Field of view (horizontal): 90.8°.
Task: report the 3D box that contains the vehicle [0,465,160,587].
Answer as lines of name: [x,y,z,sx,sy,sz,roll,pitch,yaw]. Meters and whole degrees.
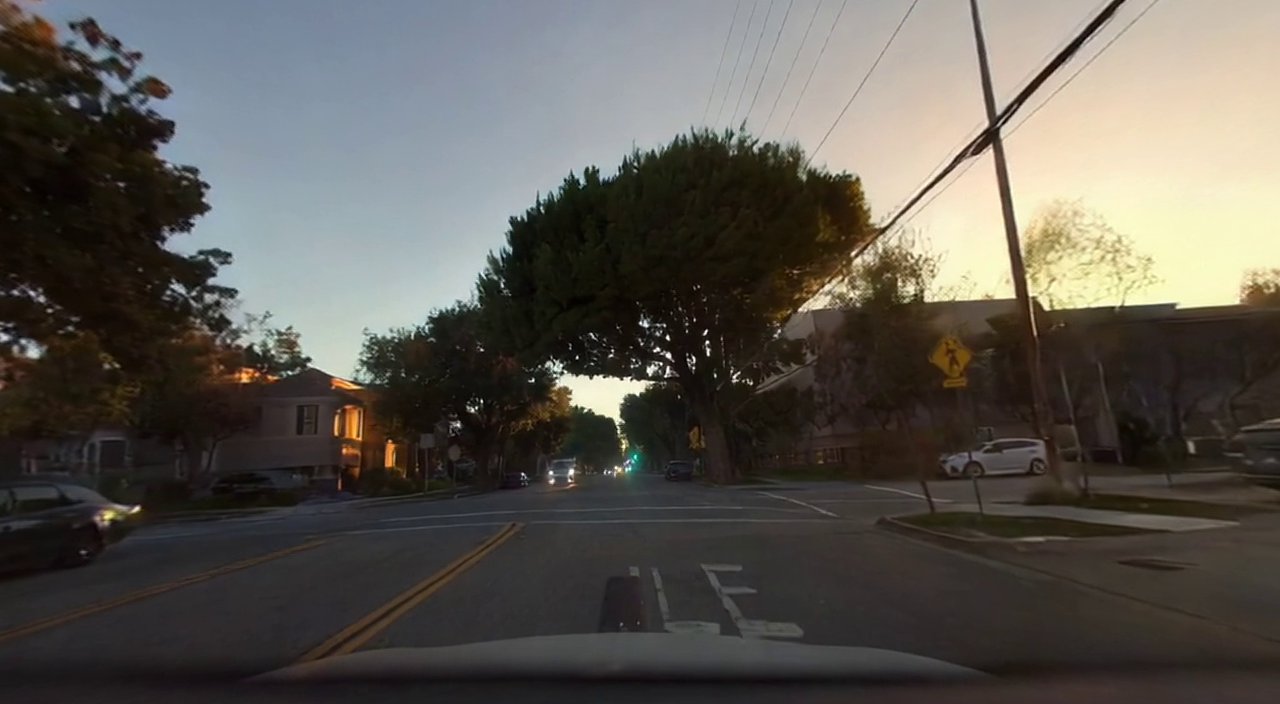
vehicle: [-9.423,2.440,8.796,2.000,1.495,4.687,-2,-8,-3]

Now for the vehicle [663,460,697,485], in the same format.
vehicle: [3.029,9.260,48.799,2.122,1.699,4.463,0,-8,-2]

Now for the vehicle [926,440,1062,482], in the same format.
vehicle: [14.945,4.594,26.827,4.609,1.660,1.900,0,-8,-3]

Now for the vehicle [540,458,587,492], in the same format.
vehicle: [-4.167,6.801,35.167,2.108,1.651,4.176,0,-8,0]
